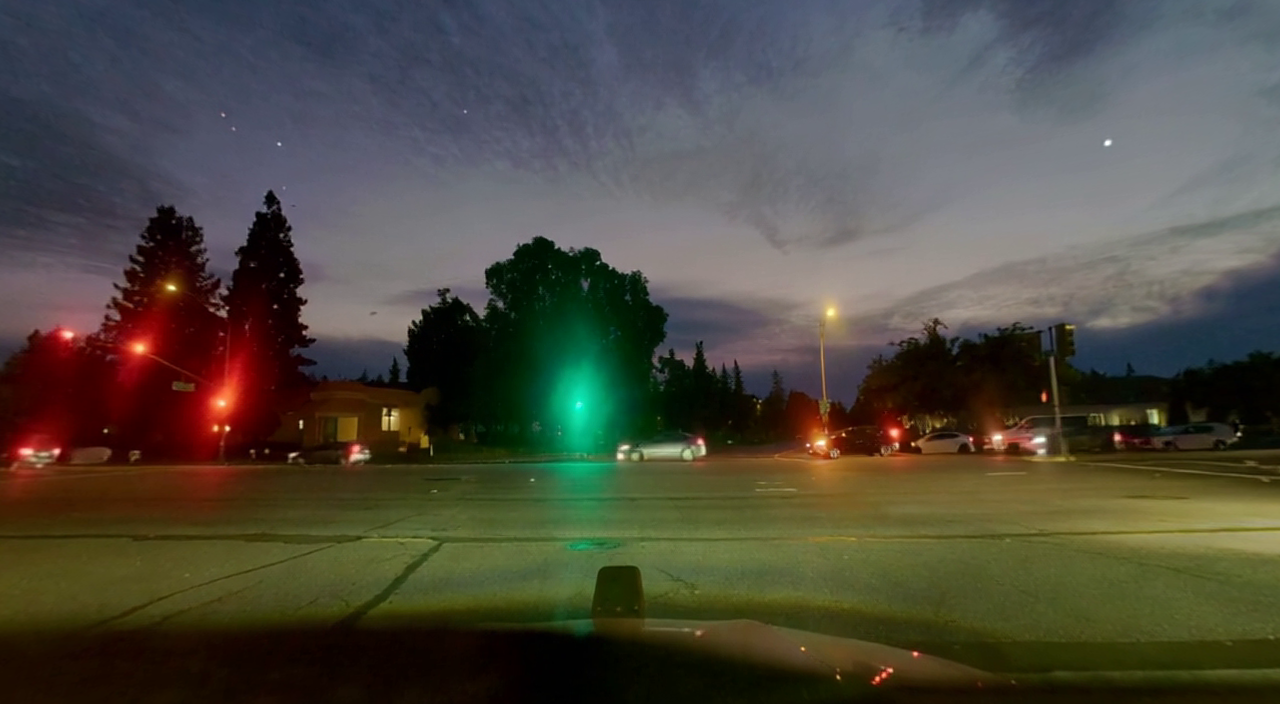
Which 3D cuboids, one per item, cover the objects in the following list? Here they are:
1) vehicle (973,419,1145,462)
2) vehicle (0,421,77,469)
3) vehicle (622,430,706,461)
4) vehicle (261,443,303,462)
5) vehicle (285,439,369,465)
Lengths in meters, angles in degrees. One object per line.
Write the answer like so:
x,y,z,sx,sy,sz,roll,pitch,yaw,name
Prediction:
15.044,3.212,22.937,4.749,1.461,1.892,-1,-9,9,vehicle
-44.488,6.563,44.499,7.790,3.197,2.653,-2,-9,10,vehicle
1.404,5.374,36.164,4.590,1.701,1.881,-2,-9,11,vehicle
-28.040,7.866,49.634,2.235,1.417,4.272,3,-9,-22,vehicle
-19.642,6.276,39.728,4.370,1.592,1.886,-2,-9,10,vehicle
